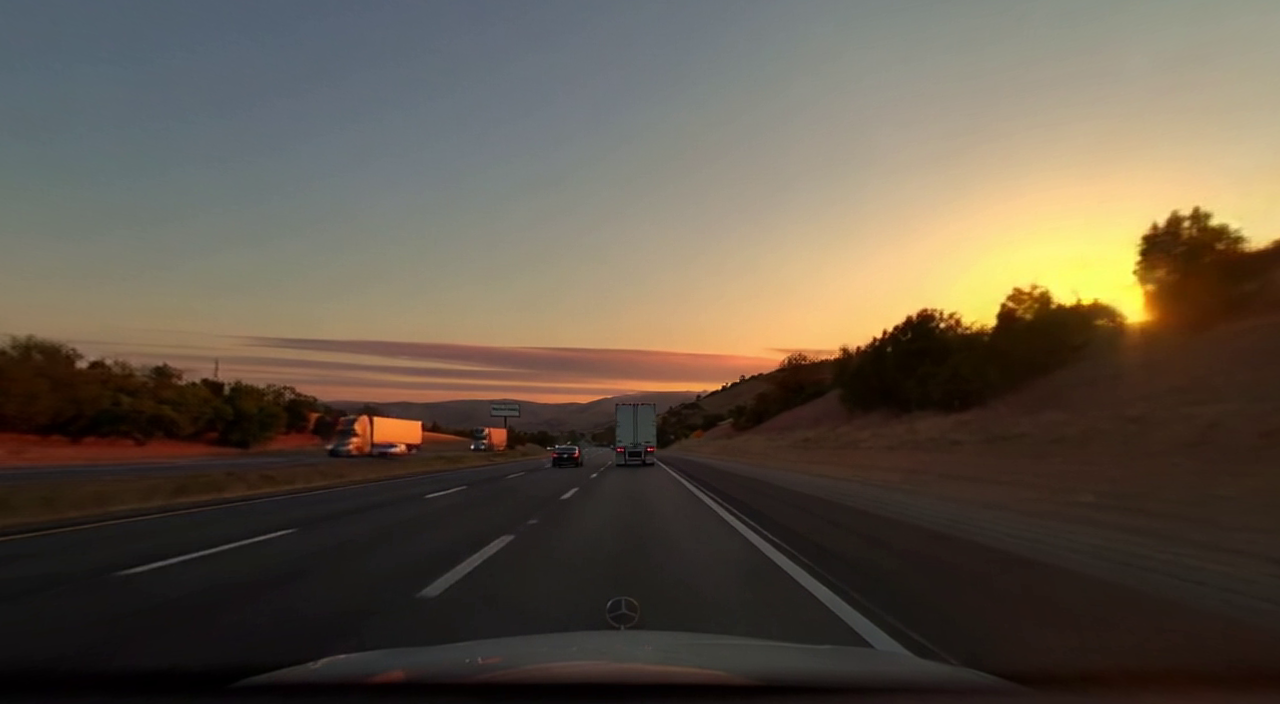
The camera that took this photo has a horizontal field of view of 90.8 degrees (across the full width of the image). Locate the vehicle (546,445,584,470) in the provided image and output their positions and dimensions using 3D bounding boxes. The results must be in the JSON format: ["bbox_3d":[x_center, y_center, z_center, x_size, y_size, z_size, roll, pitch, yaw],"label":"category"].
[{"bbox_3d":[-4.709,6.695,40.336,1.892,1.471,5.047,0,-9,-1],"label":"vehicle"}]
